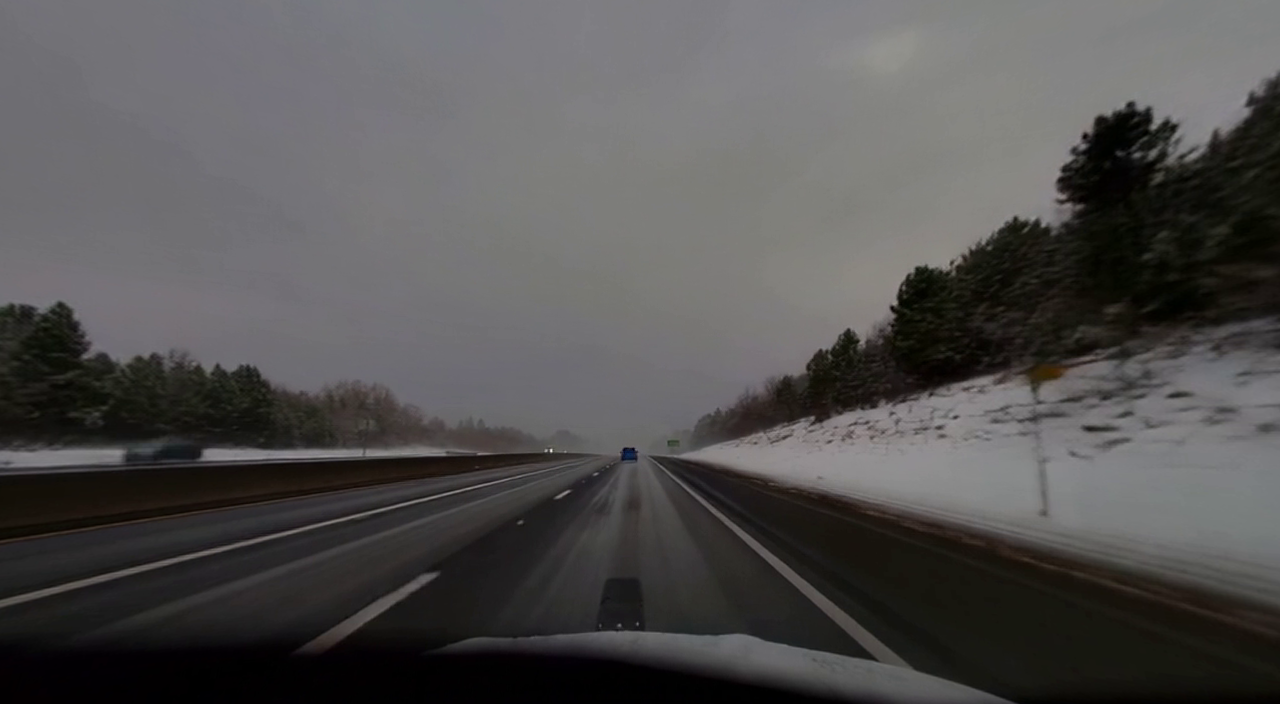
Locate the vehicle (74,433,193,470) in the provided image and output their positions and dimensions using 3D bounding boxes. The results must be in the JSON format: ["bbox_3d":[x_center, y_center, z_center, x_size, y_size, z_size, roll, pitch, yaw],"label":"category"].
[{"bbox_3d":[-23.007,4.544,28.915,1.686,1.520,4.557,0,-9,0],"label":"vehicle"}]
